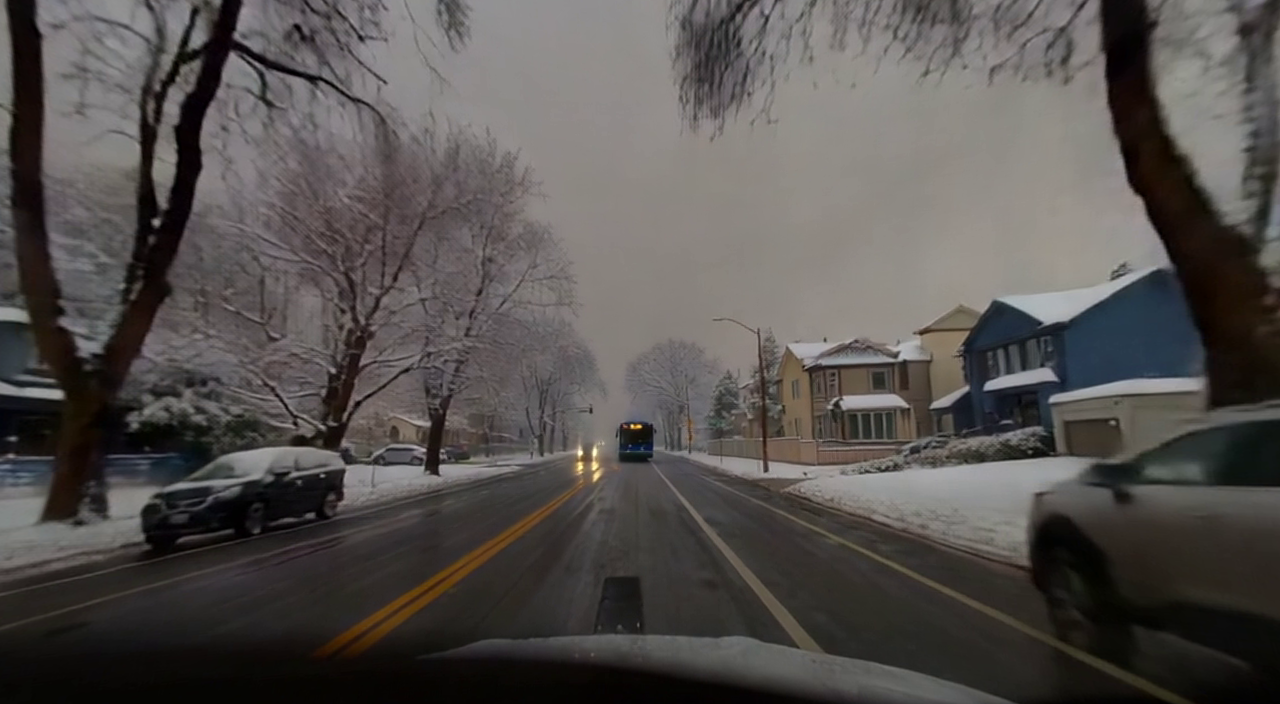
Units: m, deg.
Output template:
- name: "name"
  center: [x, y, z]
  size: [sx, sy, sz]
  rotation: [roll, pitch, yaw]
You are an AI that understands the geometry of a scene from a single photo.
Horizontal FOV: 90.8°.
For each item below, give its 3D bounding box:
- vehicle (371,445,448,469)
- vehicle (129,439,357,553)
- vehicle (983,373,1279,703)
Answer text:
- name: "vehicle"
  center: [-15.556, 7.103, 42.865]
  size: [4.481, 1.591, 1.807]
  rotation: [0, -9, -1]
- name: "vehicle"
  center: [-7.887, 2.837, 13.210]
  size: [1.898, 1.755, 4.603]
  rotation: [-5, -9, -1]
- name: "vehicle"
  center: [4.237, 1.150, 3.421]
  size: [2.060, 1.833, 4.927]
  rotation: [5, -9, 0]
